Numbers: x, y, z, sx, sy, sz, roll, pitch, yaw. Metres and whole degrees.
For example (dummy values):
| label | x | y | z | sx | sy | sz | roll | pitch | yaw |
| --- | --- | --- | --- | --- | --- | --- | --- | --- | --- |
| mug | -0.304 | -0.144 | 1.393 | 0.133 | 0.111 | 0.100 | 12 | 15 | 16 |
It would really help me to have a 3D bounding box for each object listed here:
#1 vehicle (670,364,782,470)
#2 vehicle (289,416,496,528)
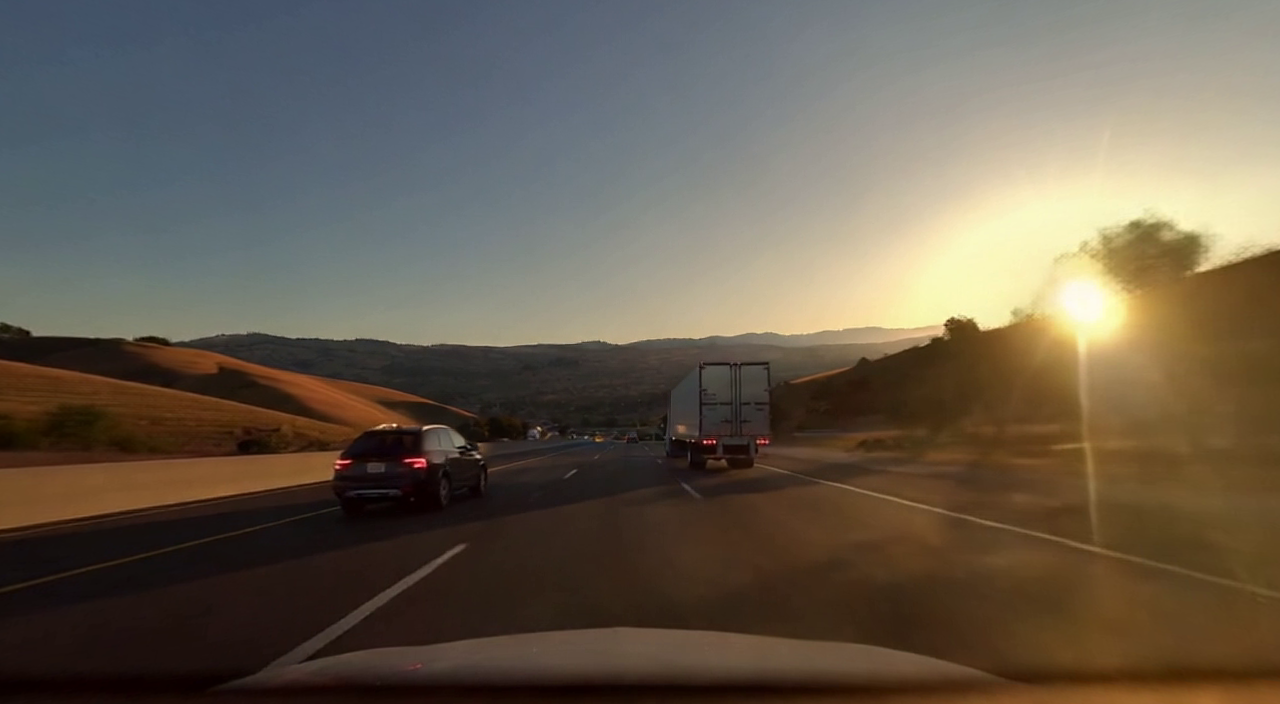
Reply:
| label | x | y | z | sx | sy | sz | roll | pitch | yaw |
| --- | --- | --- | --- | --- | --- | --- | --- | --- | --- |
| vehicle | 3.798 | 3.757 | 33.587 | 3.144 | 4.168 | 17.594 | 0 | -8 | -1 |
| vehicle | -4.075 | 2.026 | 11.257 | 2.044 | 1.604 | 4.144 | 0 | -8 | 0 |
